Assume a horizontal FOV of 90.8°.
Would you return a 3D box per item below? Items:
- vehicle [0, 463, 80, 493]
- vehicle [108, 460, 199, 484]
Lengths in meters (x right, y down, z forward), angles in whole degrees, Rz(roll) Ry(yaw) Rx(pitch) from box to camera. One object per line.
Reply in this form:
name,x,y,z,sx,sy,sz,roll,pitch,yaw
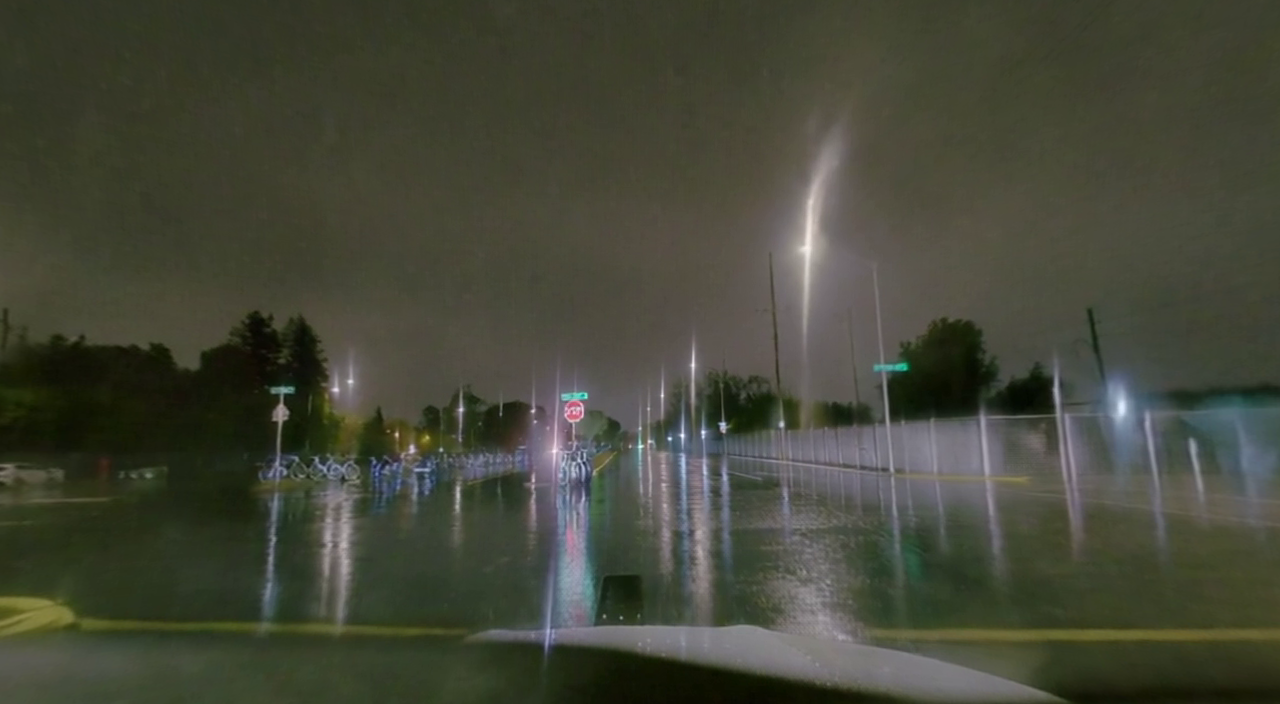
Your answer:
vehicle,-34.121,6.993,35.037,4.210,1.528,1.932,0,-8,0
vehicle,-33.663,8.295,43.826,4.569,1.558,1.903,0,-9,-5
